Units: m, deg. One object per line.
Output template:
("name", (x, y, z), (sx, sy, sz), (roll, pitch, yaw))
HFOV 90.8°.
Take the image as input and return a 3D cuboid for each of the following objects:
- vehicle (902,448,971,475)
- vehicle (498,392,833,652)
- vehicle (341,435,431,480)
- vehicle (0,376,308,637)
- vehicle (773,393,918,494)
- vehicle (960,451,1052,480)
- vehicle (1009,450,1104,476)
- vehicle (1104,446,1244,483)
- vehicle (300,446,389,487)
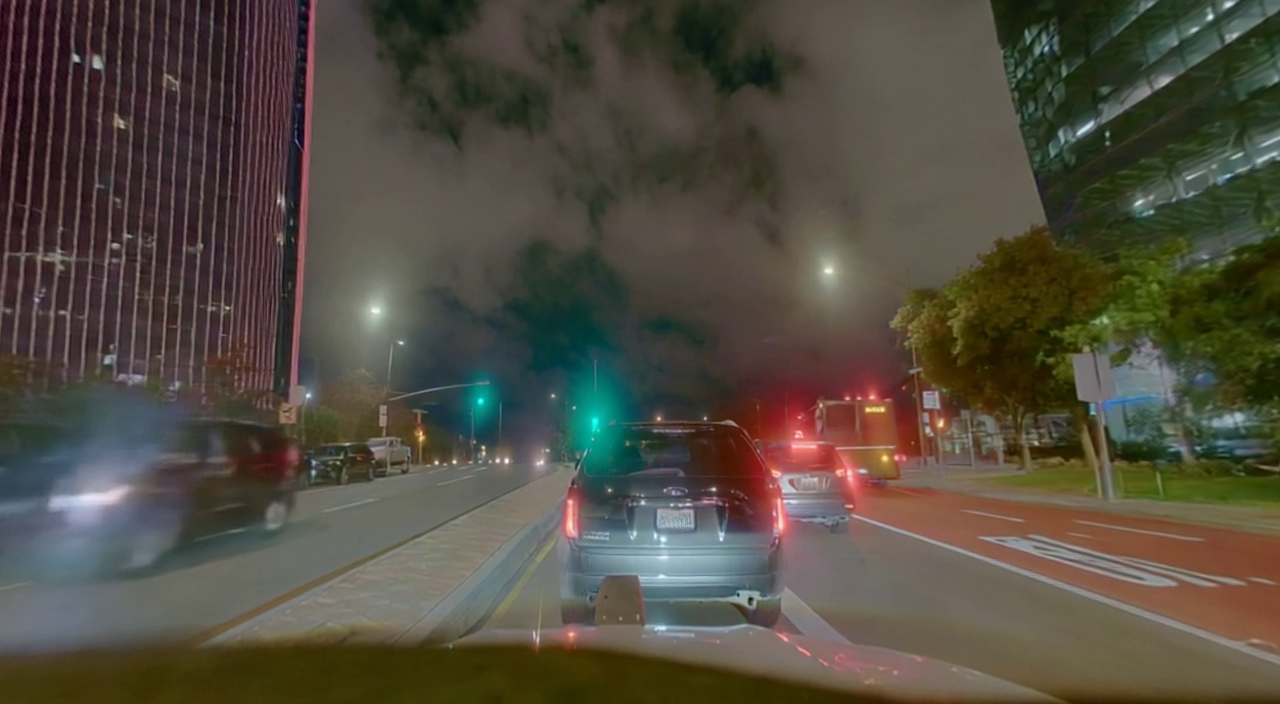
("vehicle", (21.854, 8.027, 46.577), (4.211, 1.820, 2.094), (-6, -10, 35))
("vehicle", (0.205, 1.426, 6.305), (2.192, 1.695, 4.142), (0, -8, 1))
("vehicle", (-12.103, 5.065, 30.605), (2.338, 1.963, 5.740), (0, -9, -4))
("vehicle", (-5.674, 1.379, 6.441), (2.198, 1.779, 4.926), (1, -9, -5))
("vehicle", (7.185, 3.411, 23.516), (3.113, 3.116, 7.650), (0, -8, 3))
("vehicle", (23.873, 7.394, 41.308), (4.956, 1.706, 1.822), (-6, -10, 33))
("vehicle", (28.035, 7.445, 42.690), (5.153, 1.626, 1.895), (-6, -10, 33))
("vehicle", (30.832, 6.479, 36.813), (5.890, 1.996, 2.155), (-6, -10, 34))
("vehicle", (-11.587, 4.495, 25.095), (1.791, 1.463, 4.210), (0, -9, -4))
